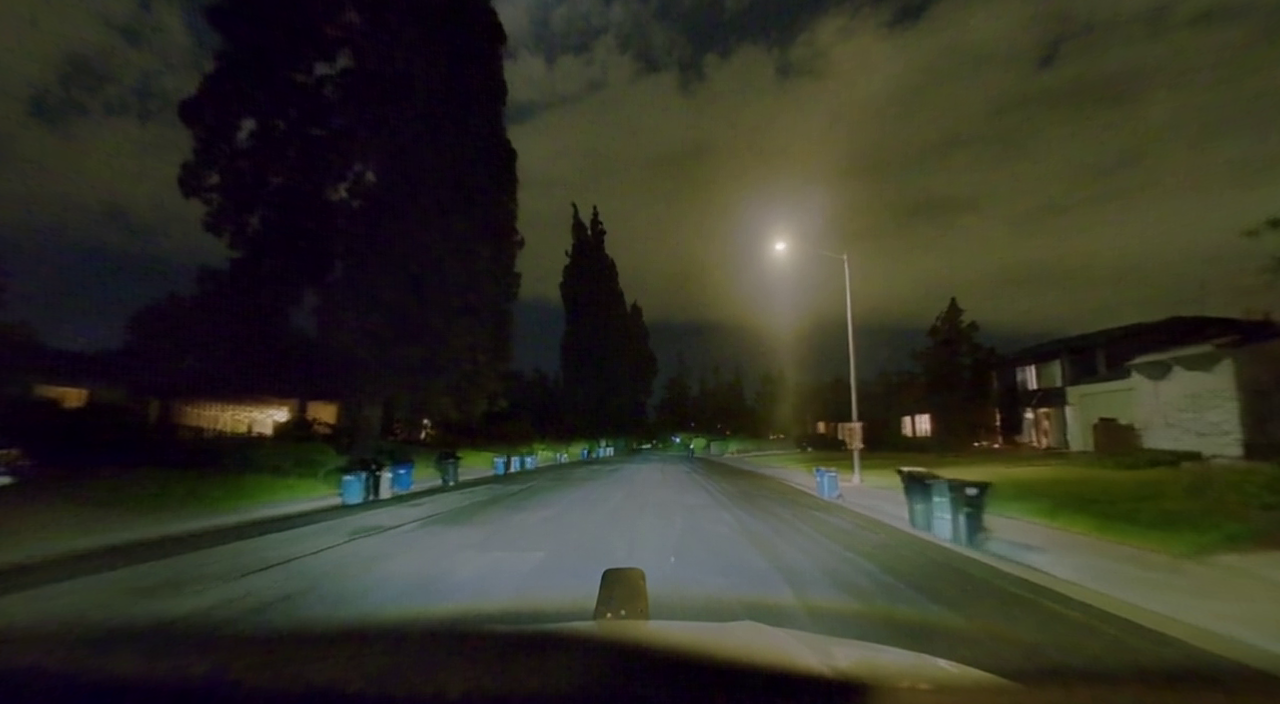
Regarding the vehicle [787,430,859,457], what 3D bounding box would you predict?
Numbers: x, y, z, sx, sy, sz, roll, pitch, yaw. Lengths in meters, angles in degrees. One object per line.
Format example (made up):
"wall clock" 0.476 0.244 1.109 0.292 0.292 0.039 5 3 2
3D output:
"vehicle" 13.312 6.714 46.077 4.581 1.853 2.024 2 -8 -6
